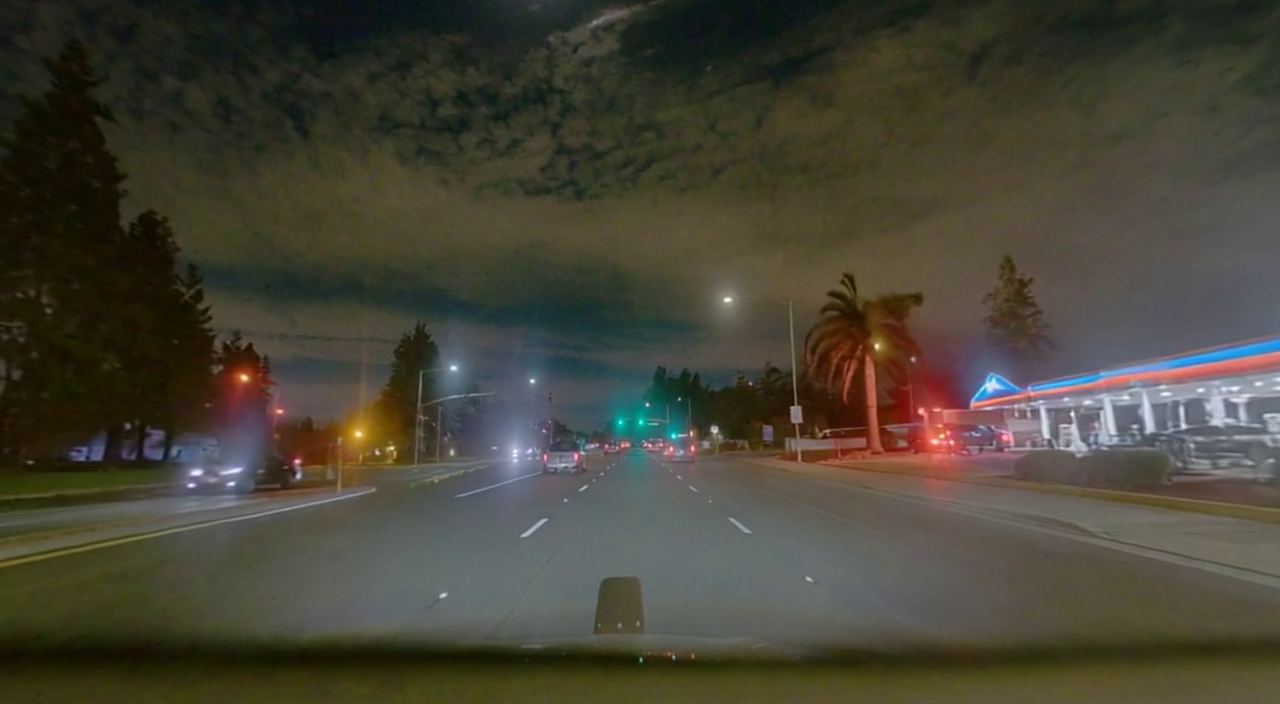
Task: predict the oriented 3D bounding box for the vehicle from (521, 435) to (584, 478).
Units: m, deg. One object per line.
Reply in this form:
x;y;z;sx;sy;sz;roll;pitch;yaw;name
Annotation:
-3.676;4.475;27.337;2.040;1.661;4.573;0;-8;1;vehicle

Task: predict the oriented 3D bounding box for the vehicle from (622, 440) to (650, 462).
-0.307;7.301;46.603;1.976;1.509;3.647;0;-8;-2;vehicle

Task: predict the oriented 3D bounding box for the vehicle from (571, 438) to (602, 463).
-3.764;7.062;45.426;1.941;1.740;3.989;0;-8;-1;vehicle

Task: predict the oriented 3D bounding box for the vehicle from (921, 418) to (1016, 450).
23.082;5.792;44.576;5.314;2.134;2.261;0;-8;1;vehicle

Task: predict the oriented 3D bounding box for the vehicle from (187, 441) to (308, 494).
-14.682;4.303;23.953;1.891;1.670;4.333;-5;-8;-1;vehicle
